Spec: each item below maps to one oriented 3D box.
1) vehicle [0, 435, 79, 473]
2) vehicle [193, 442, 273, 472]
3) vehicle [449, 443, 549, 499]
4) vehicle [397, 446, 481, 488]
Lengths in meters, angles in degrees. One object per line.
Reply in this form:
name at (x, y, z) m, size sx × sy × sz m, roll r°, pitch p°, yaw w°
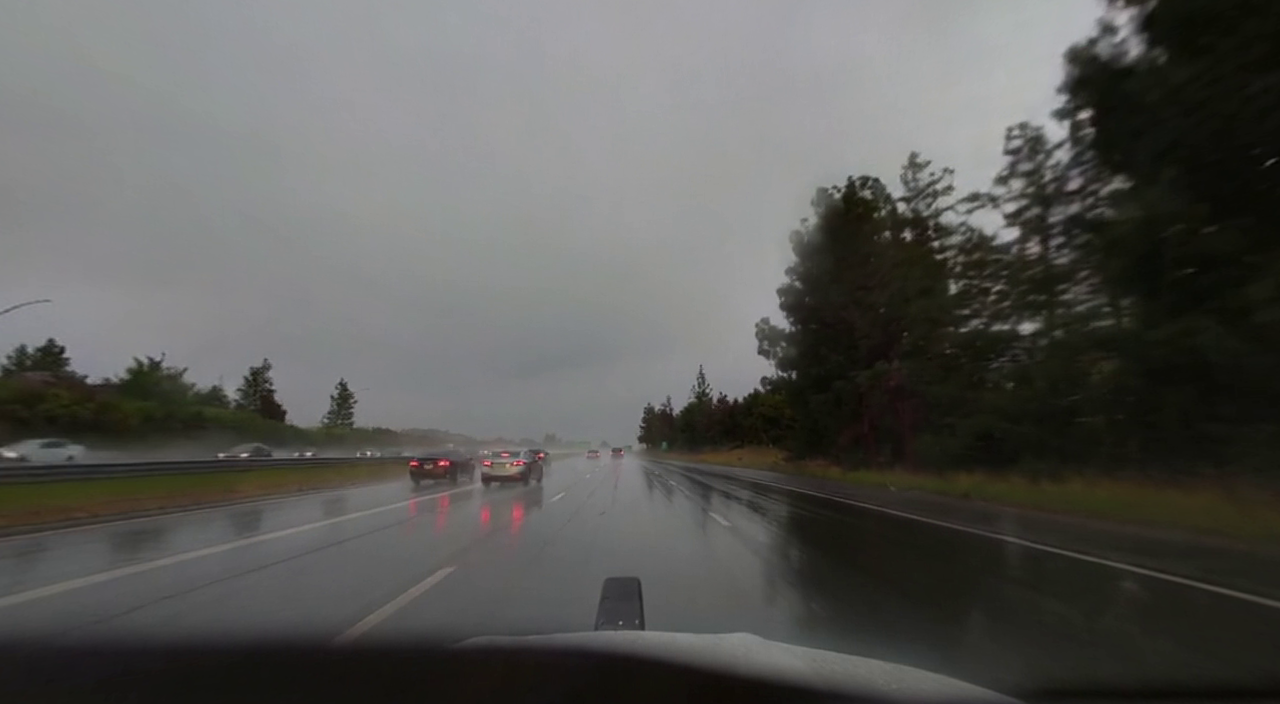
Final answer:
vehicle at (-36.899, 5.950, 36.860) m, size 2.643 × 2.131 × 6.261 m, roll 0°, pitch -9°, yaw -1°
vehicle at (-25.306, 6.532, 39.501) m, size 1.938 × 1.683 × 4.633 m, roll 0°, pitch -9°, yaw -1°
vehicle at (-4.192, 3.622, 19.636) m, size 2.073 × 1.516 × 4.478 m, roll 0°, pitch -9°, yaw 0°
vehicle at (-7.916, 4.554, 25.297) m, size 2.023 × 1.519 × 4.150 m, roll 0°, pitch -9°, yaw 0°
